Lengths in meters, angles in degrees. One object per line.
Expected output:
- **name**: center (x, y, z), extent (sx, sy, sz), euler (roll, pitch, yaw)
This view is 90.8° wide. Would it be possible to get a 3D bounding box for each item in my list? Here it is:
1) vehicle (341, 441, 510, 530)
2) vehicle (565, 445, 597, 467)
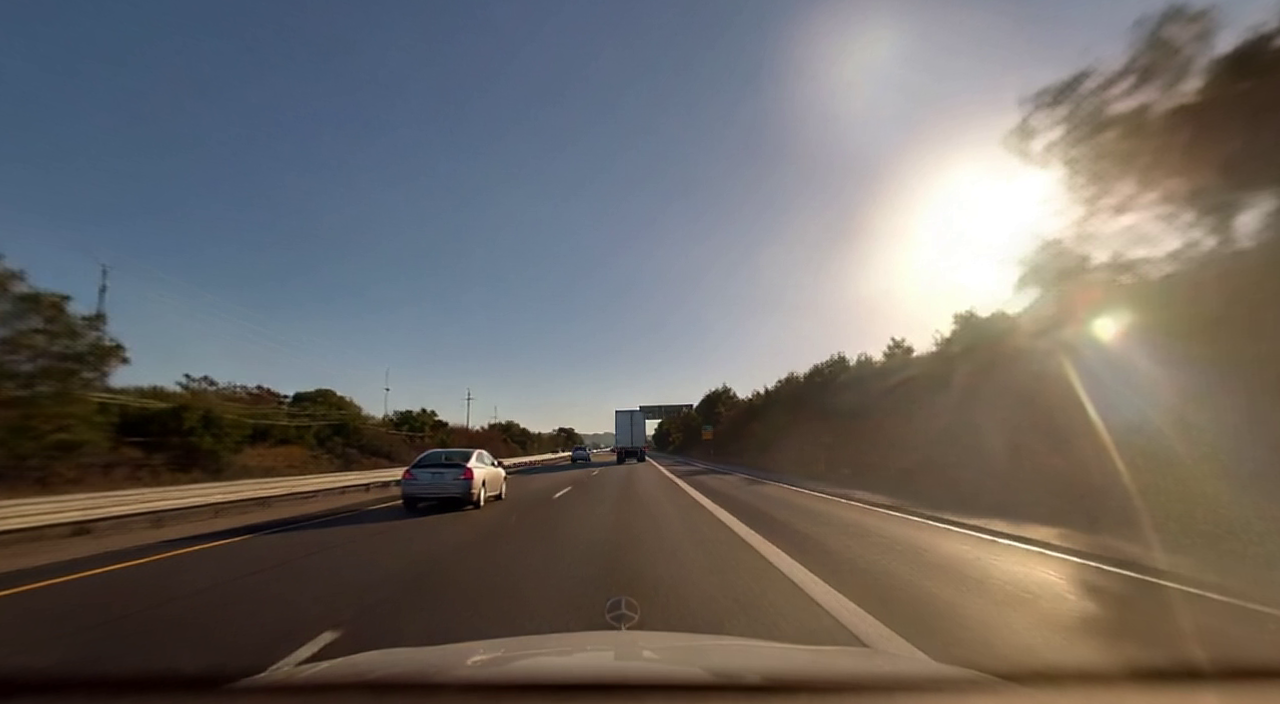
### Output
- **vehicle**: center (-4.100, 2.605, 12.885), extent (1.978, 1.507, 4.062), euler (0, -9, 0)
- **vehicle**: center (-4.593, 8.199, 49.825), extent (2.115, 1.668, 4.217), euler (0, -9, 0)
